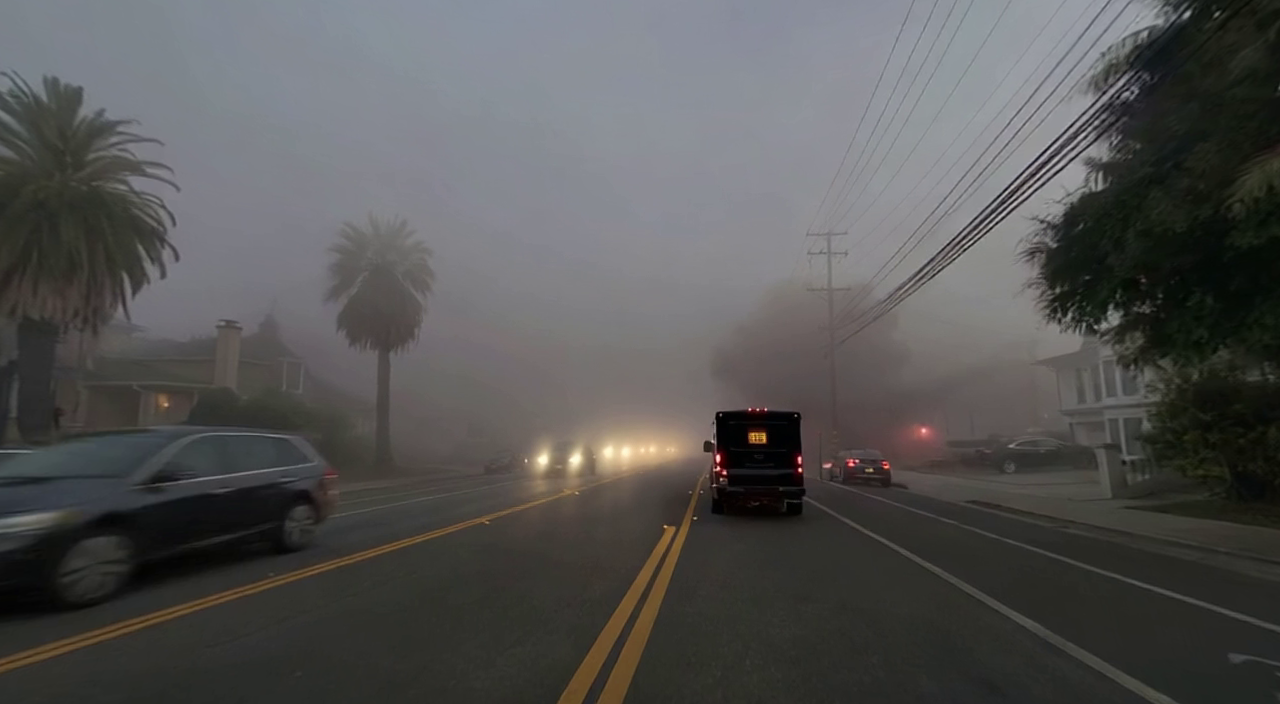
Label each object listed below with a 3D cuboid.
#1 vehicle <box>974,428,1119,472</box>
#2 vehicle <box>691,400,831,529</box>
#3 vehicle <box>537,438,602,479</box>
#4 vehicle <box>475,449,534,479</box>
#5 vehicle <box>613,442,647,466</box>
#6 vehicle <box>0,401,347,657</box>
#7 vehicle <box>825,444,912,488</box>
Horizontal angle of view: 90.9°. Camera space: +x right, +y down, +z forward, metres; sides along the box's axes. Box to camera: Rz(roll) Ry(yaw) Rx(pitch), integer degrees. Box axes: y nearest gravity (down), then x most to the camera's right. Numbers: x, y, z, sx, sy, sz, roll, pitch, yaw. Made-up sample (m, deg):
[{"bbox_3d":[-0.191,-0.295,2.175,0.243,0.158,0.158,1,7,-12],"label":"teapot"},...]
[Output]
[{"bbox_3d":[17.975,4.361,28.140,4.749,1.699,2.311,-3,-7,8],"label":"vehicle"},{"bbox_3d":[2.186,2.132,12.415,2.168,2.040,4.527,-1,-8,6],"label":"vehicle"},{"bbox_3d":[-3.093,4.822,28.732,1.948,1.706,4.407,-1,-8,7],"label":"vehicle"},{"bbox_3d":[-7.725,6.422,36.347,2.004,1.441,4.572,-4,-9,5],"label":"vehicle"},{"bbox_3d":[-0.677,7.493,46.565,1.965,1.653,4.251,-1,-8,7],"label":"vehicle"},{"bbox_3d":[-5.098,1.436,5.954,2.110,1.676,4.483,-1,-8,7],"label":"vehicle"},{"bbox_3d":[8.347,4.174,23.442,2.022,1.456,4.246,-1,-8,6],"label":"vehicle"}]
